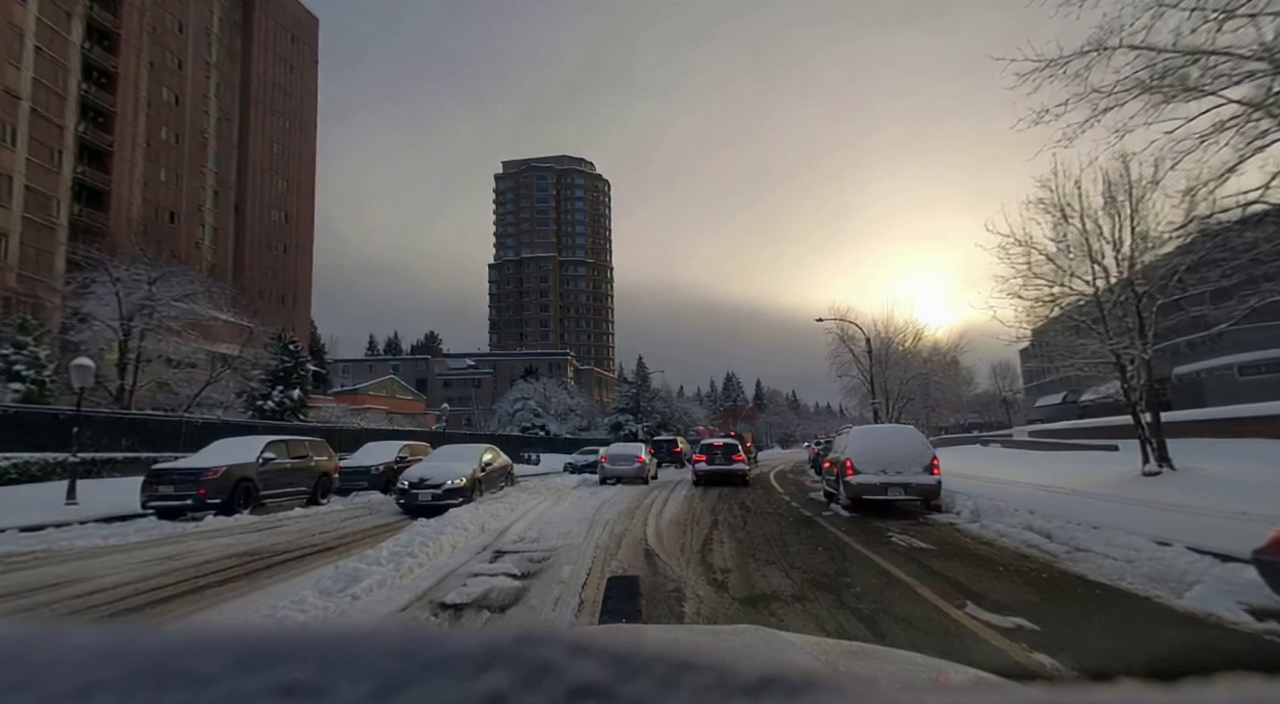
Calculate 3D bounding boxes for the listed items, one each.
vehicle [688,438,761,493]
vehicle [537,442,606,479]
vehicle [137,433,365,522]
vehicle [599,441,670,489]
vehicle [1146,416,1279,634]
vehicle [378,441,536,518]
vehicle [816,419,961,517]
[{"bbox_3d":[2.656,3.435,19.486,1.982,1.510,4.144,-1,-8,9],"label":"vehicle"},{"bbox_3d":[-3.063,5.006,29.287,2.086,1.565,4.281,-2,-9,9],"label":"vehicle"},{"bbox_3d":[-9.444,3.046,16.009,2.070,1.854,4.985,-2,-8,9],"label":"vehicle"},{"bbox_3d":[-0.094,3.801,21.590,2.031,1.461,3.763,-1,-8,6],"label":"vehicle"},{"bbox_3d":[5.216,1.029,3.242,2.028,1.487,4.640,-2,-9,11],"label":"vehicle"},{"bbox_3d":[-3.978,2.843,14.730,2.028,1.478,4.682,-1,-8,4],"label":"vehicle"},{"bbox_3d":[5.230,2.470,13.971,2.088,1.775,4.454,-2,-9,10],"label":"vehicle"}]
